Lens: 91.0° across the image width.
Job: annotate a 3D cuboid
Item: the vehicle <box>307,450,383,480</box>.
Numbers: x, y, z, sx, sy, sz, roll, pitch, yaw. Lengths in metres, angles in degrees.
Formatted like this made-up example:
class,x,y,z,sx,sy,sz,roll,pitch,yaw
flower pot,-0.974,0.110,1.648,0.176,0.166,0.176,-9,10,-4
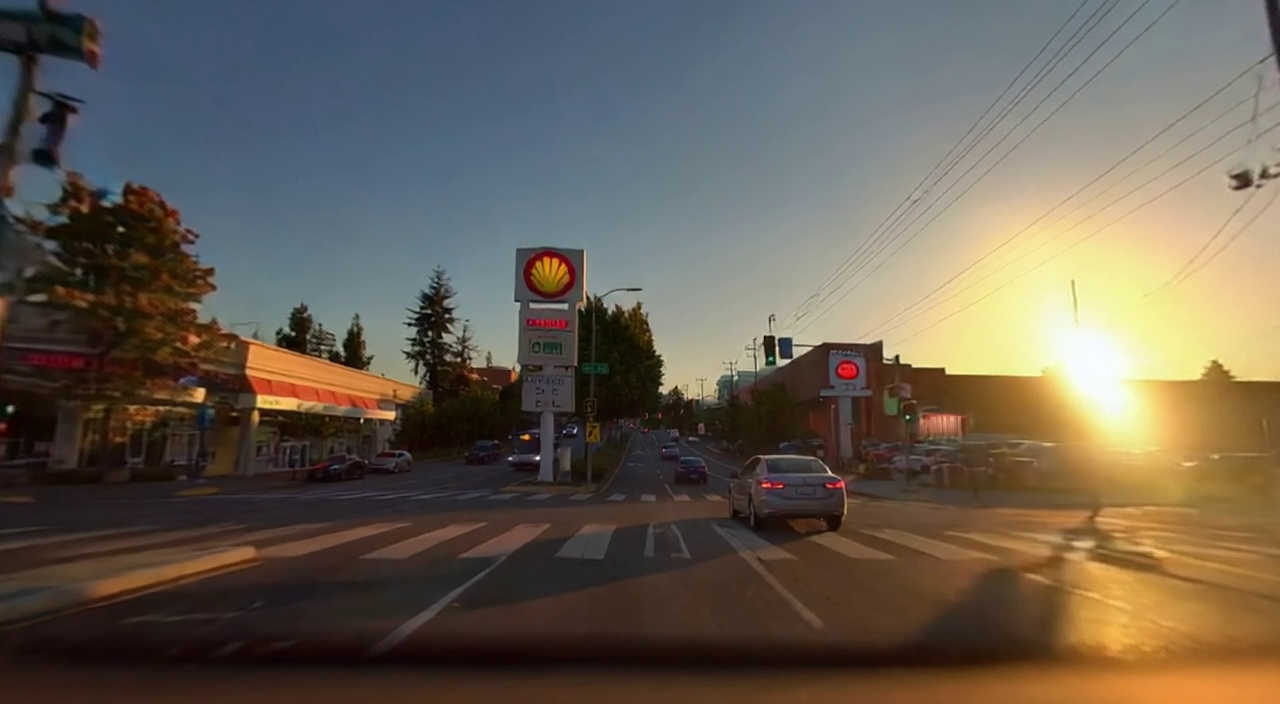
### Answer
class,x,y,z,sx,sy,sz,roll,pitch,yaw
vehicle,-17.807,6.799,38.334,1.956,1.634,5.000,0,-8,3

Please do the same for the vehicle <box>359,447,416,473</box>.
class,x,y,z,sx,sy,sz,roll,pitch,yaw
vehicle,-17.911,7.654,44.897,2.079,1.672,4.333,0,-8,2

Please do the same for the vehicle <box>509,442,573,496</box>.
class,x,y,z,sx,sy,sz,roll,pitch,yaw
vehicle,-3.743,4.615,24.545,2.189,1.836,4.693,0,-12,-6

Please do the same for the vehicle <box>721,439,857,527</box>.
class,x,y,z,sx,sy,sz,roll,pitch,yaw
vehicle,3.164,2.854,14.349,1.999,1.679,4.217,0,-8,-1

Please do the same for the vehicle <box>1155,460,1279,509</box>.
class,x,y,z,sx,sy,sz,roll,pitch,yaw
vehicle,21.004,4.488,21.539,4.727,1.514,2.211,0,-8,1

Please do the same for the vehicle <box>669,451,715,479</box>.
class,x,y,z,sx,sy,sz,roll,pitch,yaw
vehicle,2.930,6.492,36.405,2.282,1.458,4.362,0,-8,0
